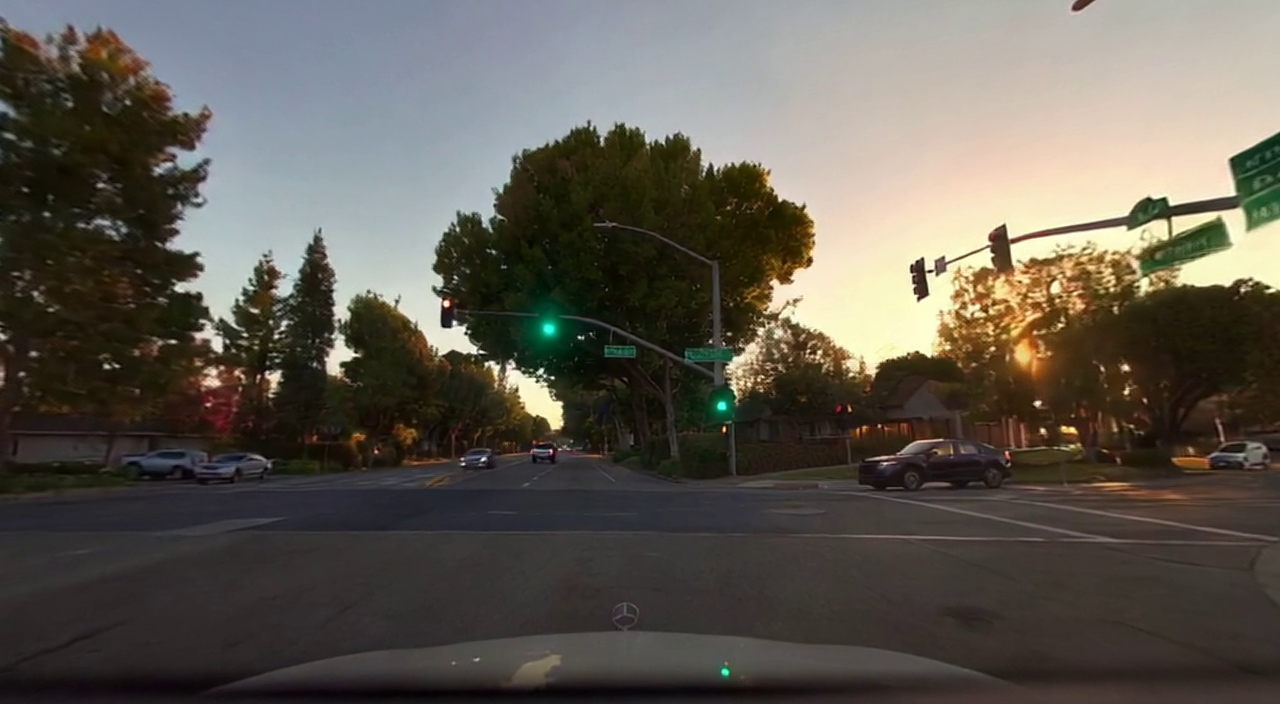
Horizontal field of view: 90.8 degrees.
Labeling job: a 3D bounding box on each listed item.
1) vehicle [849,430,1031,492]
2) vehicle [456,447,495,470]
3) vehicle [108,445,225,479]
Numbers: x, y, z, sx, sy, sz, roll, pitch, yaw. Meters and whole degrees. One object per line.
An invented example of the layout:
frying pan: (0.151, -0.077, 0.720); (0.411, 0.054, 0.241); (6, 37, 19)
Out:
vehicle: (9.036, 3.300, 19.312); (4.500, 1.761, 1.975); (0, -9, -4)
vehicle: (-11.847, 7.674, 45.809); (2.069, 1.537, 4.719); (1, -9, -6)
vehicle: (-25.947, 6.023, 34.762); (4.772, 1.745, 2.058); (0, -9, 1)
